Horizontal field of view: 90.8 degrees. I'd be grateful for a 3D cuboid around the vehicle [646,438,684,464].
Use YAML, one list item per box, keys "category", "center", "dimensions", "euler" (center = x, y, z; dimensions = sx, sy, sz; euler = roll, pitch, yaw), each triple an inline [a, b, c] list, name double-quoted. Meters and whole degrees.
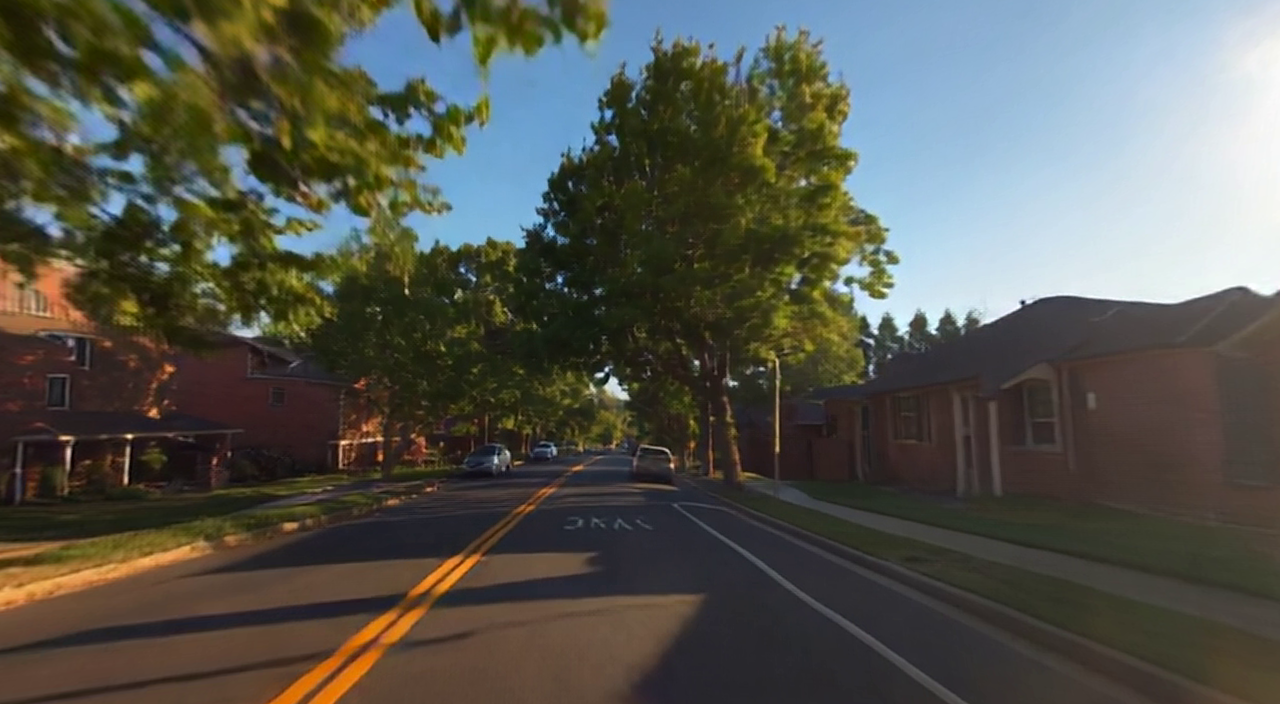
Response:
- category: "vehicle"
  center: [1.758, 7.211, 46.463]
  dimensions: [1.937, 1.752, 4.574]
  euler: [2, -8, -8]
